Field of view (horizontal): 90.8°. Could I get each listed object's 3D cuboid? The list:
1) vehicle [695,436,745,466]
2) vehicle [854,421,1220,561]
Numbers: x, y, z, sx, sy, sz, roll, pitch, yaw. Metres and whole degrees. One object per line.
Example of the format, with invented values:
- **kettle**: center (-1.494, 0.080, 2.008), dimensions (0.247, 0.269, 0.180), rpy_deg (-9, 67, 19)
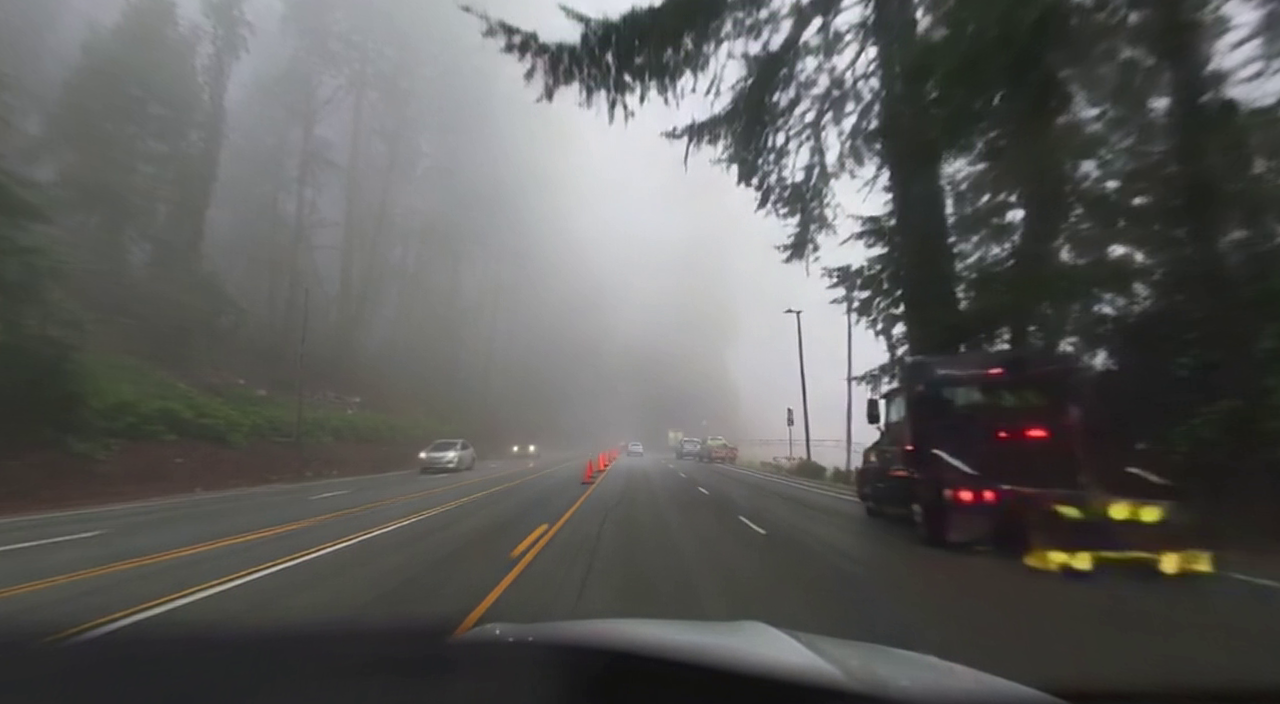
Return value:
- **vehicle**: center (5.647, 7.105, 45.537), dimensions (2.294, 1.949, 6.246), rpy_deg (1, -8, -5)
- **vehicle**: center (5.719, 2.080, 10.463), dimensions (2.324, 1.655, 5.738), rpy_deg (0, -8, 0)
